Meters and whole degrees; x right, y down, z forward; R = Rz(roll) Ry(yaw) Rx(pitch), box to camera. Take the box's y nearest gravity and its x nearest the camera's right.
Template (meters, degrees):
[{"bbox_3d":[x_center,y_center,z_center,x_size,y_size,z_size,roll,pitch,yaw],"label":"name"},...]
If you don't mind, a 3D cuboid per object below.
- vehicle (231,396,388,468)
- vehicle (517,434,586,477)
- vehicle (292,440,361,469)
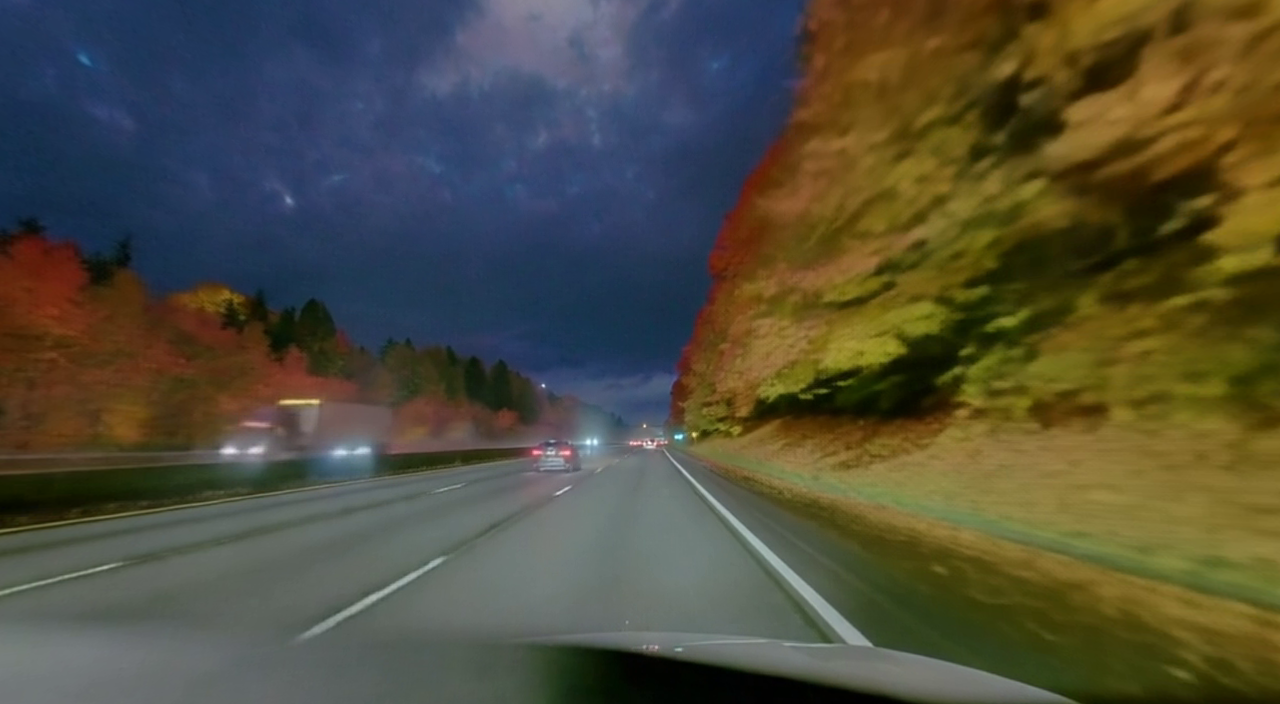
[{"bbox_3d":[-22.153,5.709,43.912,2.969,4.178,14.398,0,-8,1],"label":"vehicle"},{"bbox_3d":[-3.588,4.290,26.393,2.123,1.643,4.479,0,-8,2],"label":"vehicle"},{"bbox_3d":[-18.709,6.093,37.751,1.907,1.638,4.207,0,-8,2],"label":"vehicle"}]
